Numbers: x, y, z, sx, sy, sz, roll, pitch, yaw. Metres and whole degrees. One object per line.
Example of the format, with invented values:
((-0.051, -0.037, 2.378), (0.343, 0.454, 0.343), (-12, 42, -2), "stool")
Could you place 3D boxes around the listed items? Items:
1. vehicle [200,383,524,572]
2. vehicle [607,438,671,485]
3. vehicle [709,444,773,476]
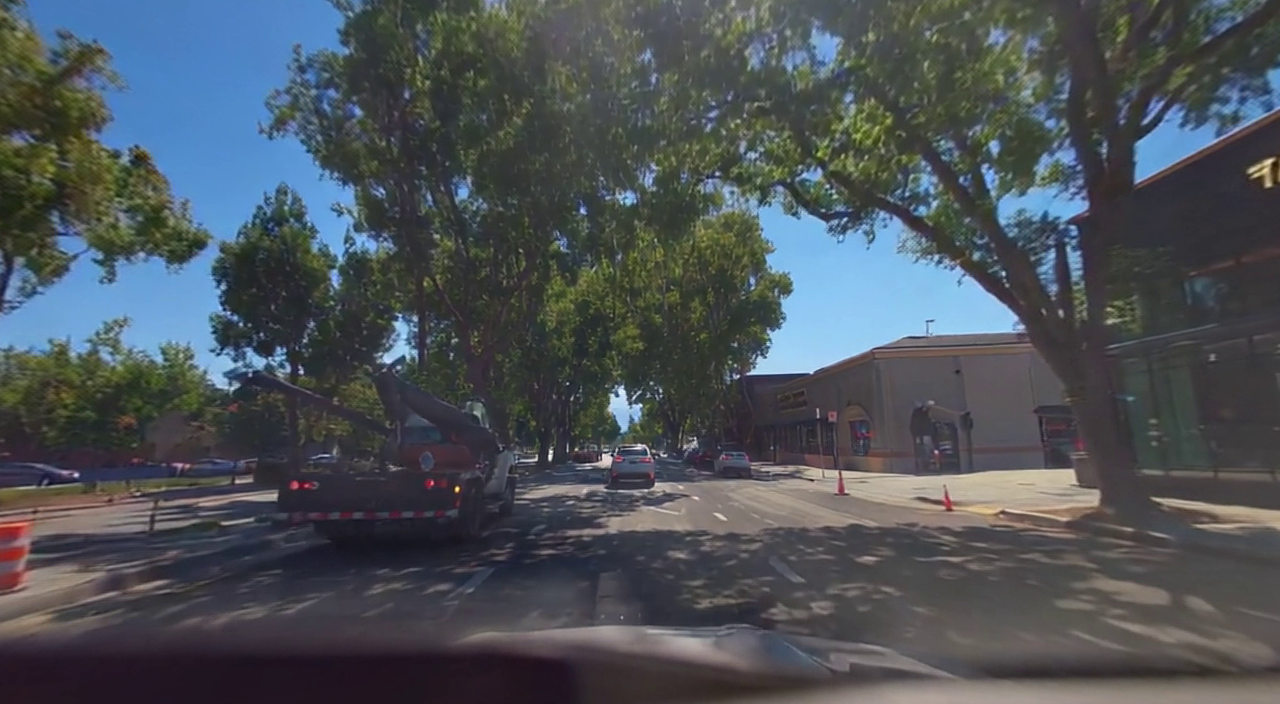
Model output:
((-3.558, 1.809, 9.804), (2.424, 2.063, 5.678), (0, -9, 0), "vehicle")
((-0.085, 4.480, 26.048), (2.413, 1.748, 4.406), (0, -9, -1), "vehicle")
((5.330, 5.771, 33.938), (2.082, 1.601, 4.451), (1, -9, -9), "vehicle")
